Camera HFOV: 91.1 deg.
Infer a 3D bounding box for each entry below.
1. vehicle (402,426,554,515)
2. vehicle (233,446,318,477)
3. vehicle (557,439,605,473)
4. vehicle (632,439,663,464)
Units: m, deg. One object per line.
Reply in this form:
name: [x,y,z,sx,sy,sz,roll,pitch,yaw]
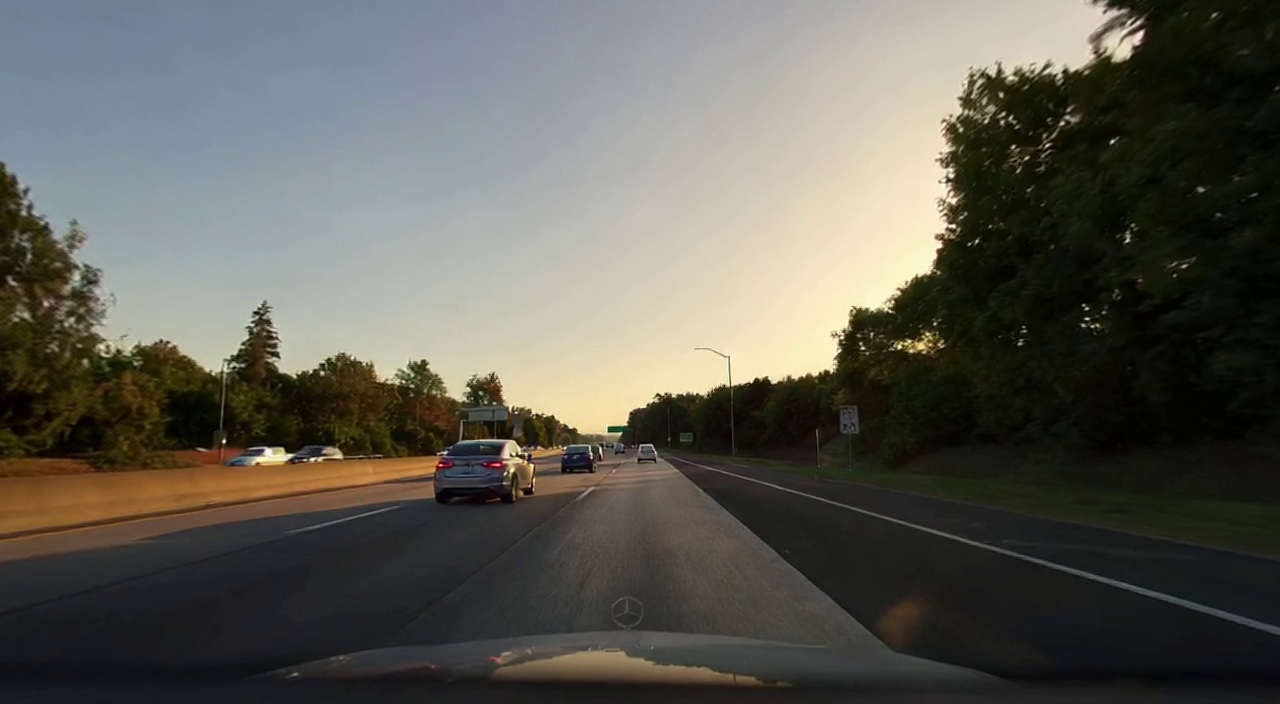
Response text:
vehicle: [-3.427,2.622,14.529,2.040,1.672,5.122,0,-8,1]
vehicle: [-20.102,6.012,34.852,1.931,1.574,4.441,0,-8,1]
vehicle: [-3.077,5.532,33.745,2.056,1.679,4.204,0,-8,1]
vehicle: [0.538,7.540,47.629,2.285,1.797,4.478,0,-8,0]
